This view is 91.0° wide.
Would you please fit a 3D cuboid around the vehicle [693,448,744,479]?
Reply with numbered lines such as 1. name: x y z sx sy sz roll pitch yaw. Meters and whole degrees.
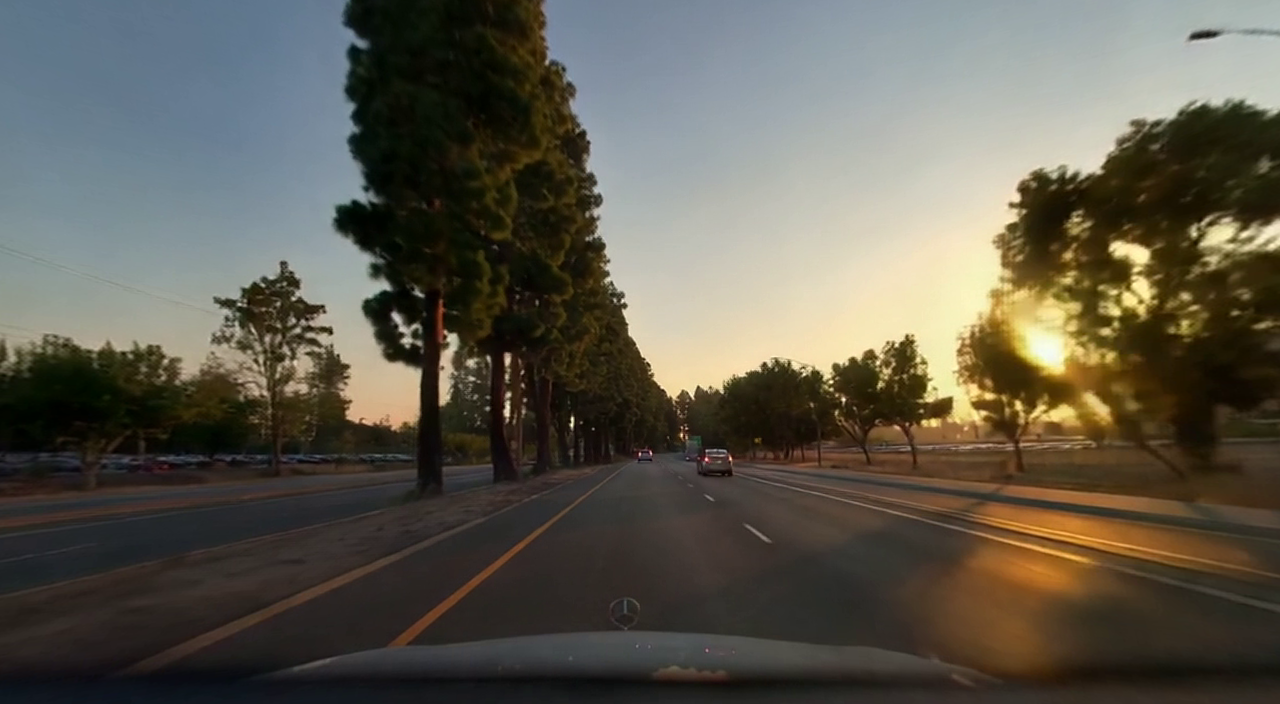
1. vehicle: 4.151 5.962 33.939 2.115 1.522 4.330 0 -9 -1
